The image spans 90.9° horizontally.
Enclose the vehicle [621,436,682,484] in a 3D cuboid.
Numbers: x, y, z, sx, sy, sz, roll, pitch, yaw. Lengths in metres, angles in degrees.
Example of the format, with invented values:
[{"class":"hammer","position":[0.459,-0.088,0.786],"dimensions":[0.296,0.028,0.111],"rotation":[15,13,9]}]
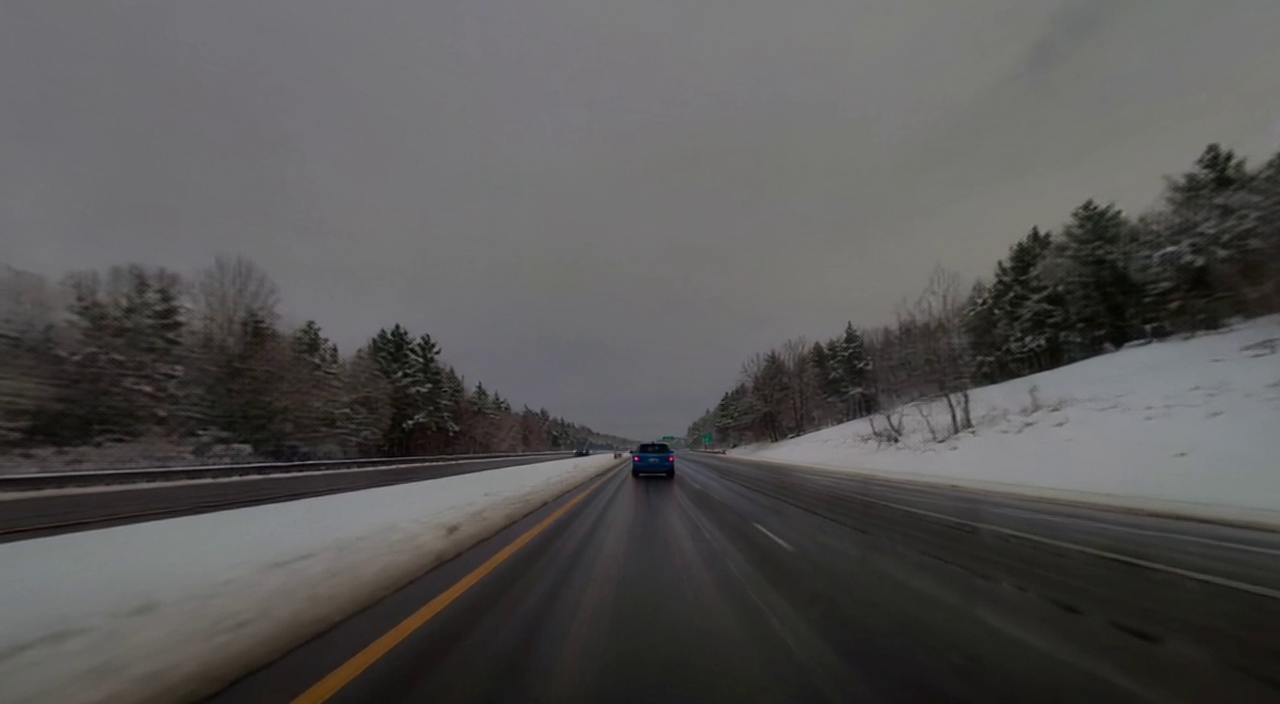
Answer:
[{"class":"vehicle","position":[0.413,4.182,24.610],"dimensions":[2.190,1.706,4.062],"rotation":[0,-9,0]}]
